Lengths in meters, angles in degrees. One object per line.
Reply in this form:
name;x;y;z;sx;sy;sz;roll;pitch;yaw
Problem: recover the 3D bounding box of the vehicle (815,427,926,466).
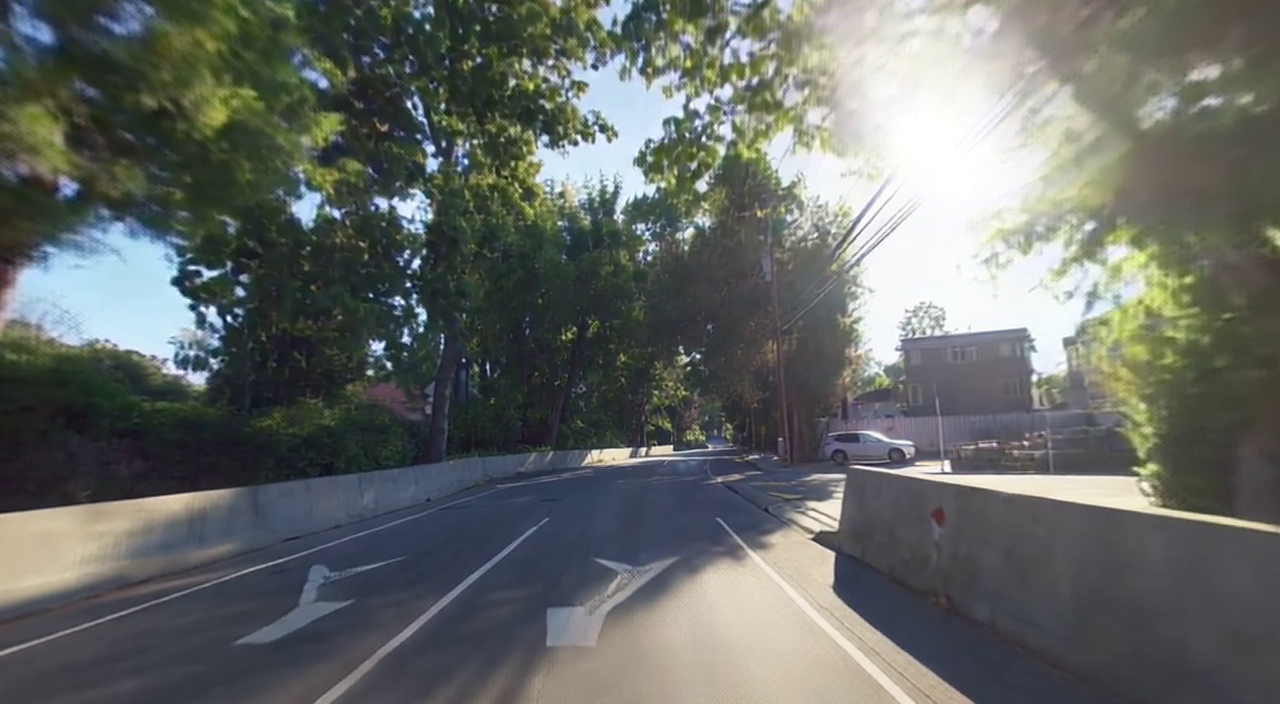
vehicle;10.989;4.532;30.308;4.614;1.764;1.860;-1;-9;5
